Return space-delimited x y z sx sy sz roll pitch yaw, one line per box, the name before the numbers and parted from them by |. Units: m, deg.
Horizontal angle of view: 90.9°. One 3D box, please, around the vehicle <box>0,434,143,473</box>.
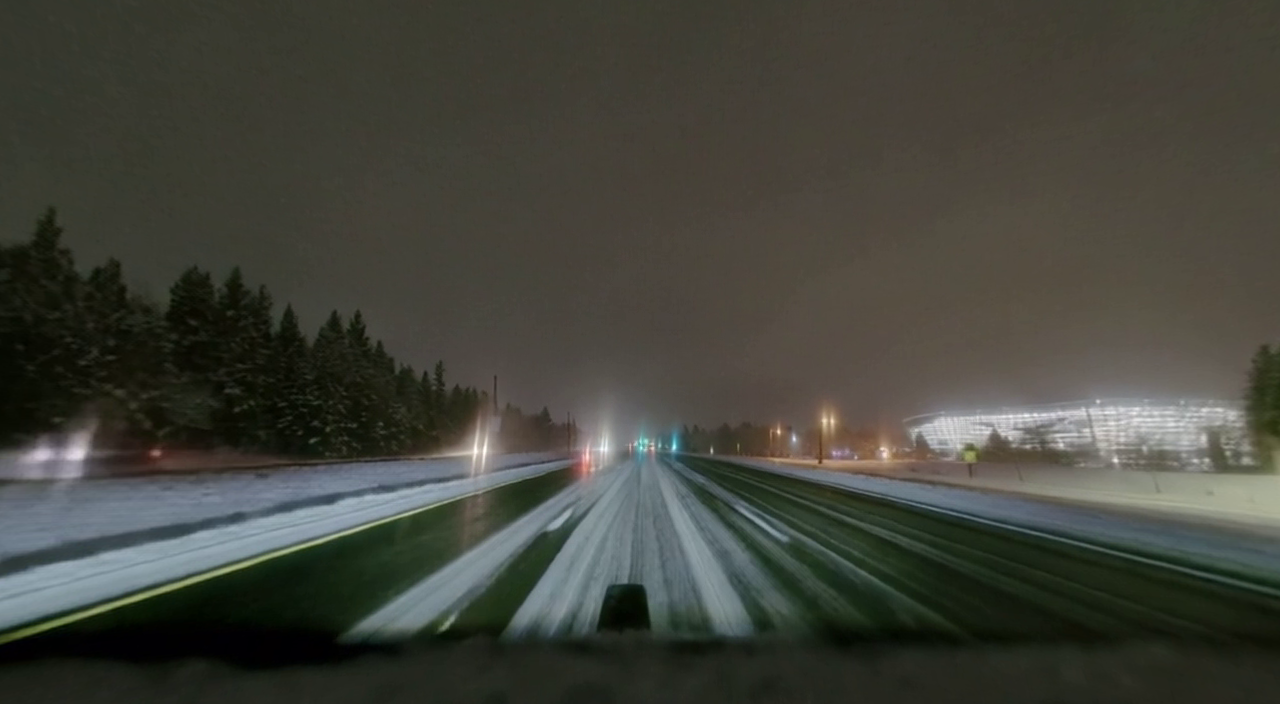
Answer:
vehicle | -23.894 4.276 26.692 1.883 1.506 4.574 0 -8 0
